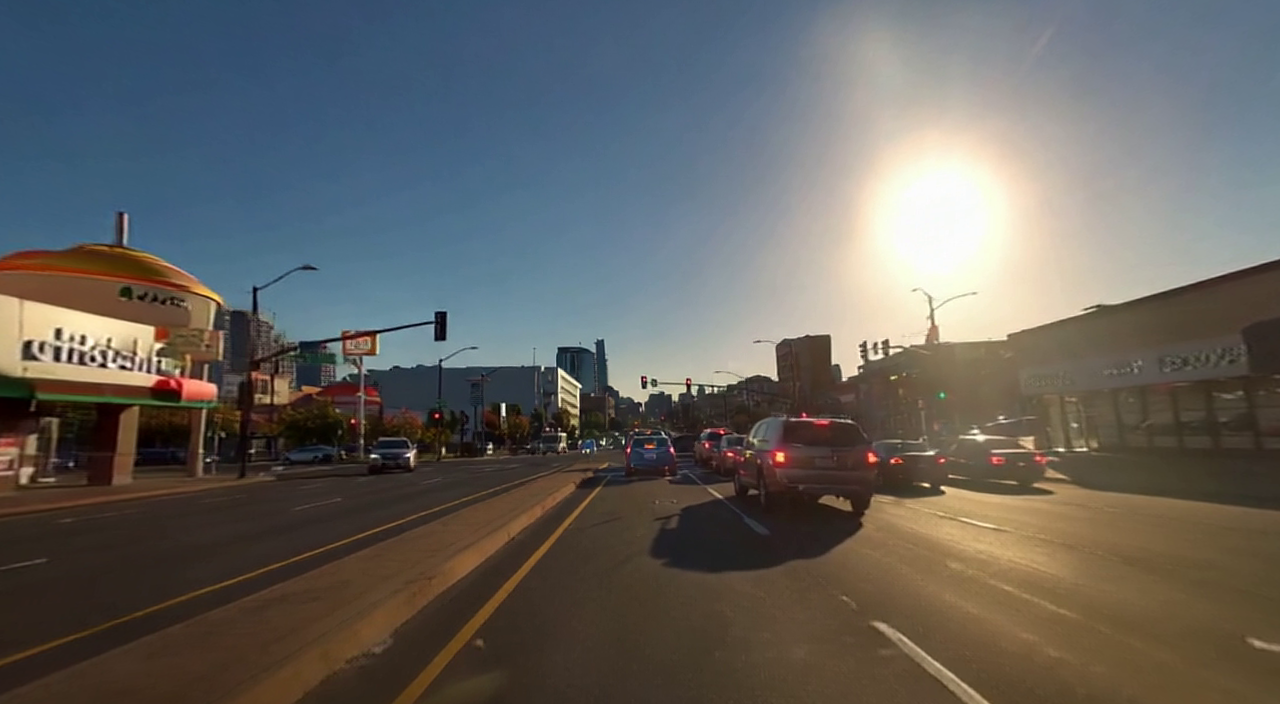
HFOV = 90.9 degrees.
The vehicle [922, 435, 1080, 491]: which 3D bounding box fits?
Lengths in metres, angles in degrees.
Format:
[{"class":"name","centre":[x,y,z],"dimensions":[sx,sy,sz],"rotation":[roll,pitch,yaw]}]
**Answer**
[{"class":"vehicle","centre":[10.543,3.259,18.945],"dimensions":[1.881,1.463,4.726],"rotation":[0,-8,-1]}]

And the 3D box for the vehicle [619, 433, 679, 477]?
[{"class":"vehicle","centre":[0.282,3.860,23.805],"dimensions":[2.073,1.496,3.892],"rotation":[0,-8,-1]}]

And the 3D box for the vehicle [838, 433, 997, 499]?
[{"class":"vehicle","centre":[6.910,2.873,16.349],"dimensions":[2.059,1.458,4.395],"rotation":[0,-8,-1]}]

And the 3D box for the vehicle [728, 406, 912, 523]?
[{"class":"vehicle","centre":[3.136,2.101,12.293],"dimensions":[2.038,1.787,4.946],"rotation":[0,-8,-1]}]

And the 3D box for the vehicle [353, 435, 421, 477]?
[{"class":"vehicle","centre":[-11.794,4.774,29.239],"dimensions":[2.106,1.751,4.554],"rotation":[5,-10,-31]}]
